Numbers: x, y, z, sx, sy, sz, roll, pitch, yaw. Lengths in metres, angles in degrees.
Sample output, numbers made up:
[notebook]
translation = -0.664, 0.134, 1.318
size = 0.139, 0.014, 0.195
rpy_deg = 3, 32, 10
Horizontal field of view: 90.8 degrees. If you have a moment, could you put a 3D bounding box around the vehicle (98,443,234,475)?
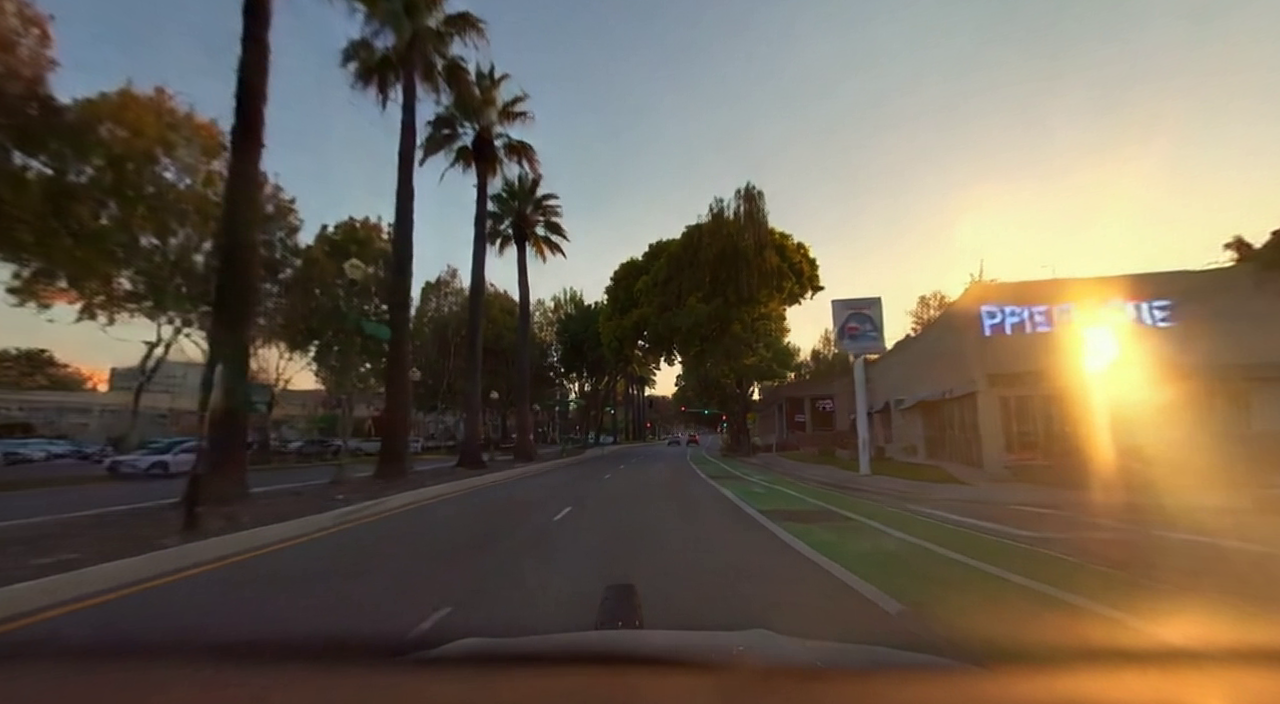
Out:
[vehicle]
translation = -24.142, 5.449, 32.396
size = 5.136, 1.515, 1.964
rpy_deg = 2, -8, -14
